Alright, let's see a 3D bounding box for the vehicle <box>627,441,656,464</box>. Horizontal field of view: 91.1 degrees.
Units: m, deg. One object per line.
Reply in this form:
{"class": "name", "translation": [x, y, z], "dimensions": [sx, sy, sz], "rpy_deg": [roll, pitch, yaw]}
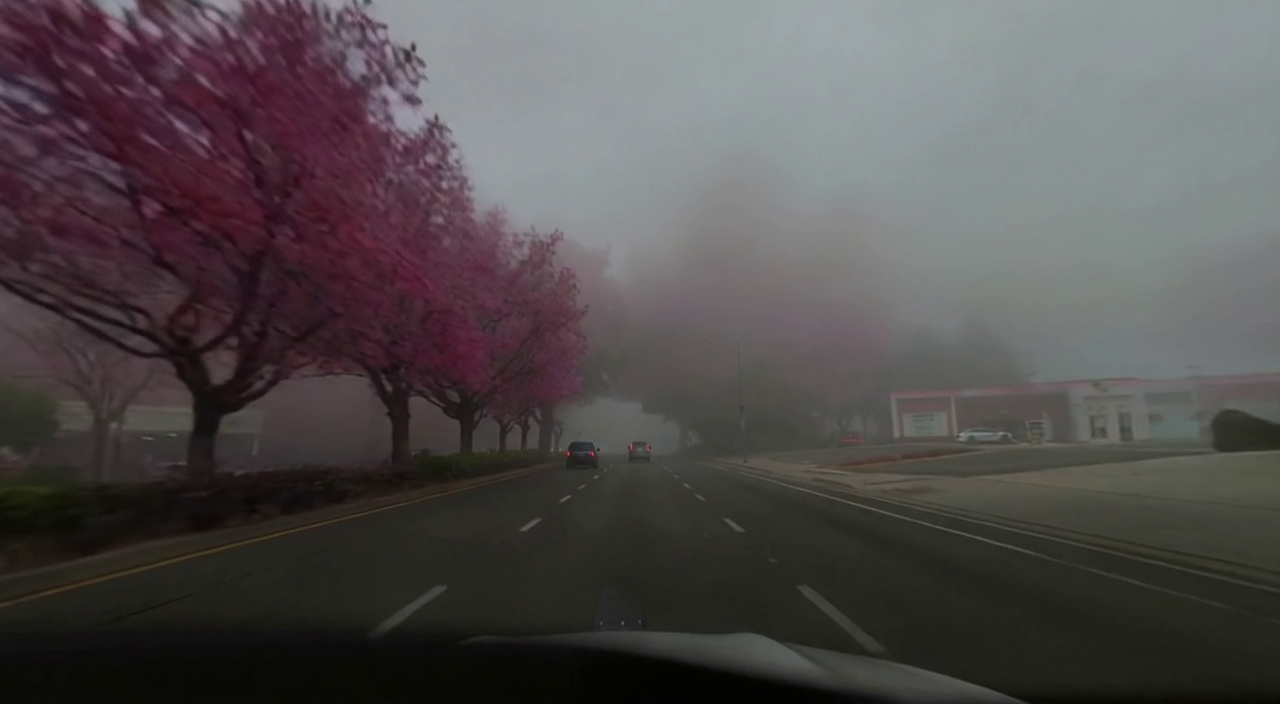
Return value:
{"class": "vehicle", "translation": [0.122, 7.813, 49.174], "dimensions": [2.149, 1.701, 4.379], "rpy_deg": [0, -8, 0]}

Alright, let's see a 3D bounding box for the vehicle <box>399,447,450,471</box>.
{"class": "vehicle", "translation": [-14.780, 7.337, 43.303], "dimensions": [1.854, 1.475, 4.448], "rpy_deg": [0, -8, 1]}

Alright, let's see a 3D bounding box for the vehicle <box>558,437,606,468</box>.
{"class": "vehicle", "translation": [-3.566, 6.336, 39.730], "dimensions": [2.453, 1.844, 4.751], "rpy_deg": [0, -8, 2]}
